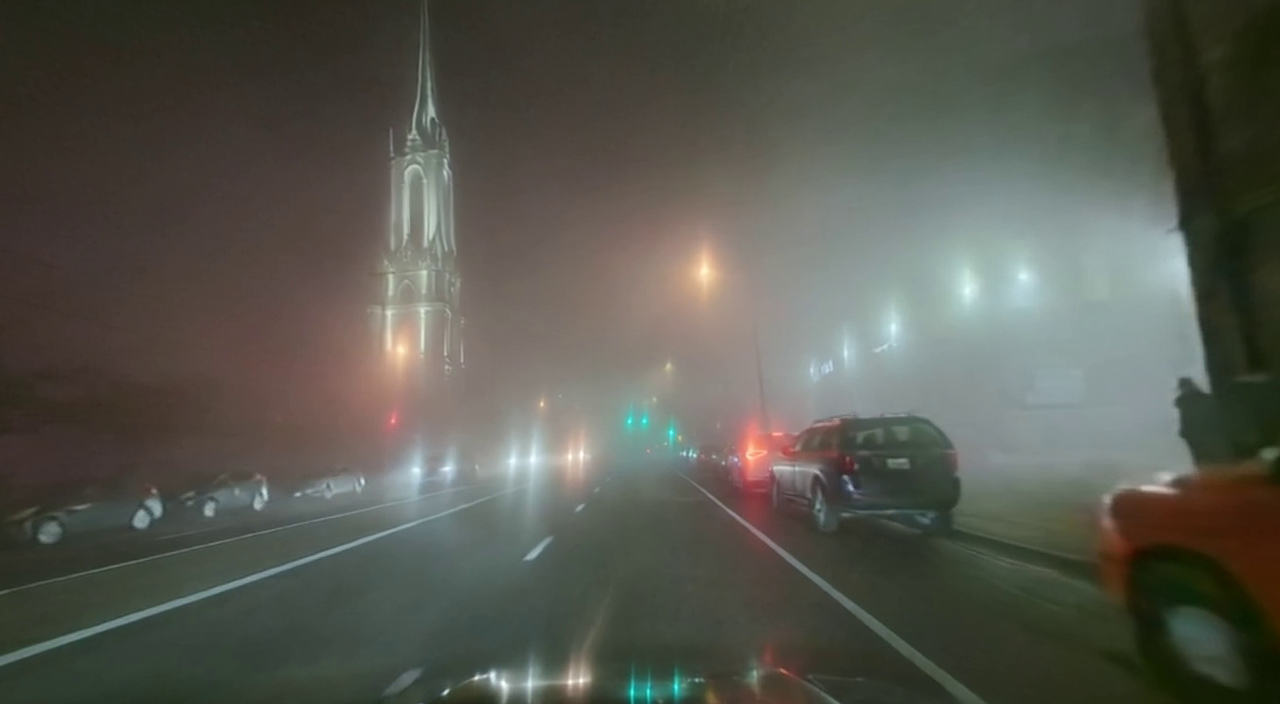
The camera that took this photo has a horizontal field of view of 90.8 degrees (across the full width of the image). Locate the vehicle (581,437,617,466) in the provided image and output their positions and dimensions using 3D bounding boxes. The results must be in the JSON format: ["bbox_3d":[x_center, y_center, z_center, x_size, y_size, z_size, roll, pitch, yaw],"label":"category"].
[{"bbox_3d":[-2.952,7.284,46.339,2.293,1.936,4.737,0,-9,1],"label":"vehicle"}]

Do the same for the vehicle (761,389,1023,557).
[{"bbox_3d":[3.479,1.798,10.133,2.124,1.975,5.131,0,-8,1],"label":"vehicle"}]

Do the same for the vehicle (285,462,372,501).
[{"bbox_3d":[-15.408,6.401,31.564,2.076,1.672,4.499,1,-9,0],"label":"vehicle"}]

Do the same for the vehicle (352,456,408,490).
[{"bbox_3d":[-15.449,7.187,37.731,1.751,1.865,3.735,1,-9,-1],"label":"vehicle"}]

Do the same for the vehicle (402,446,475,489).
[{"bbox_3d":[-8.875,5.084,28.183,1.842,1.735,4.066,0,-9,1],"label":"vehicle"}]

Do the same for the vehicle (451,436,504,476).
[{"bbox_3d":[-12.063,7.755,47.360,2.410,2.733,5.630,0,-9,0],"label":"vehicle"}]

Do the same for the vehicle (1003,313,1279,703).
[{"bbox_3d":[3.611,0.588,1.233,2.055,1.857,6.596,0,-8,2],"label":"vehicle"}]

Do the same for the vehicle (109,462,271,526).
[{"bbox_3d":[-15.403,4.837,22.069,2.014,1.846,4.920,1,-9,-1],"label":"vehicle"}]

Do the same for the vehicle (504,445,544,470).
[{"bbox_3d":[-8.788,8.002,48.184,2.078,1.810,4.568,0,-9,1],"label":"vehicle"}]

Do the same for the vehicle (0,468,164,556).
[{"bbox_3d":[-15.074,3.991,16.404,1.978,1.819,4.477,1,-9,-2],"label":"vehicle"}]
